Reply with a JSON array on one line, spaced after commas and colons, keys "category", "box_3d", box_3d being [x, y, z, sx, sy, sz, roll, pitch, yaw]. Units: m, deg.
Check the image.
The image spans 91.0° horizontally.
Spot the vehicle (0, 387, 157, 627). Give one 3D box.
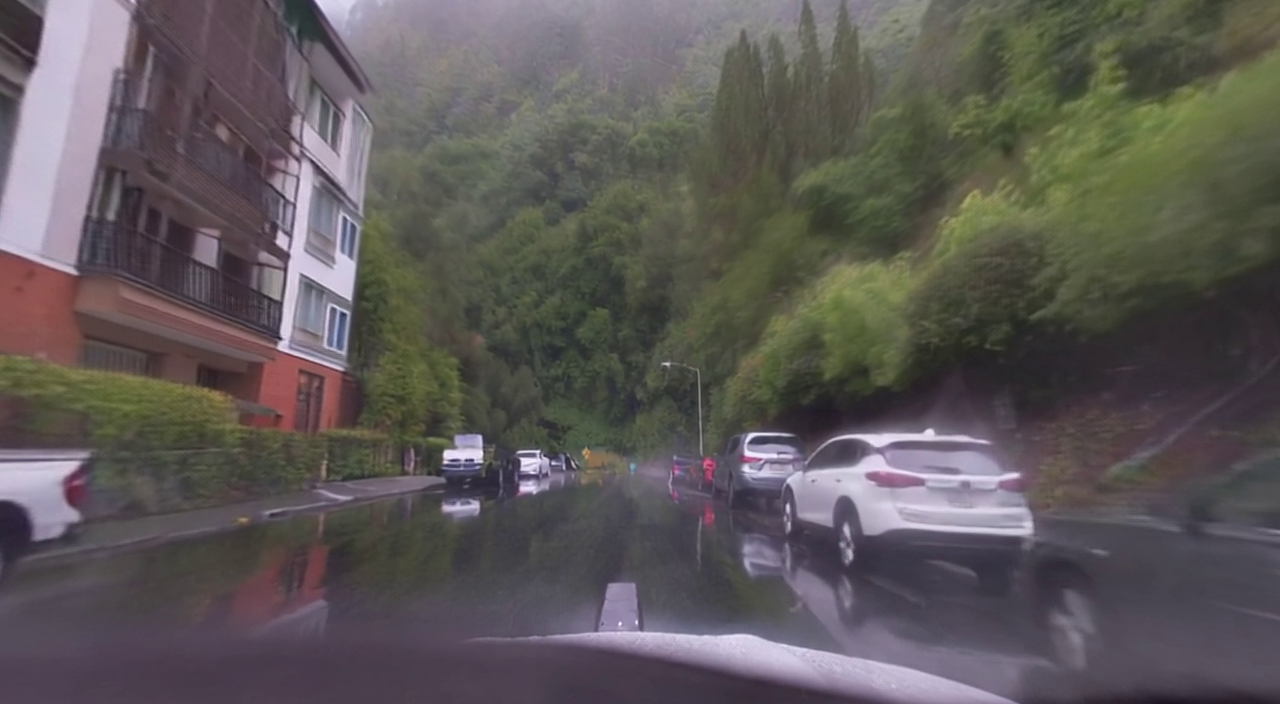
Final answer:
[{"category": "vehicle", "box_3d": [-6.160, 1.005, 3.523, 2.374, 1.843, 5.638, 0, -8, 1]}]

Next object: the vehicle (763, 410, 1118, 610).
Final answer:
[{"category": "vehicle", "box_3d": [2.988, 1.643, 7.528, 1.948, 1.669, 4.242, 1, -8, -3]}]

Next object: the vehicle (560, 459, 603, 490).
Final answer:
[{"category": "vehicle", "box_3d": [-3.364, 7.314, 37.307, 2.102, 1.621, 4.627, 0, -13, 0]}]

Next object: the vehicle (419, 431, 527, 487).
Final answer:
[{"category": "vehicle", "box_3d": [-6.429, 4.299, 25.229, 2.692, 1.949, 5.948, 0, -10, 0]}]

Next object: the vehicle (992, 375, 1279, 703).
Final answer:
[{"category": "vehicle", "box_3d": [3.220, 0.812, 1.655, 1.926, 1.602, 4.433, 0, -8, -1]}]

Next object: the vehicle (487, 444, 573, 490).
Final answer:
[{"category": "vehicle", "box_3d": [-3.899, 4.139, 23.106, 1.856, 1.474, 4.522, -1, -8, 7]}]

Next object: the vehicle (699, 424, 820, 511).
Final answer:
[{"category": "vehicle", "box_3d": [2.753, 2.801, 15.786, 2.072, 1.830, 4.744, 0, -8, 0]}]
